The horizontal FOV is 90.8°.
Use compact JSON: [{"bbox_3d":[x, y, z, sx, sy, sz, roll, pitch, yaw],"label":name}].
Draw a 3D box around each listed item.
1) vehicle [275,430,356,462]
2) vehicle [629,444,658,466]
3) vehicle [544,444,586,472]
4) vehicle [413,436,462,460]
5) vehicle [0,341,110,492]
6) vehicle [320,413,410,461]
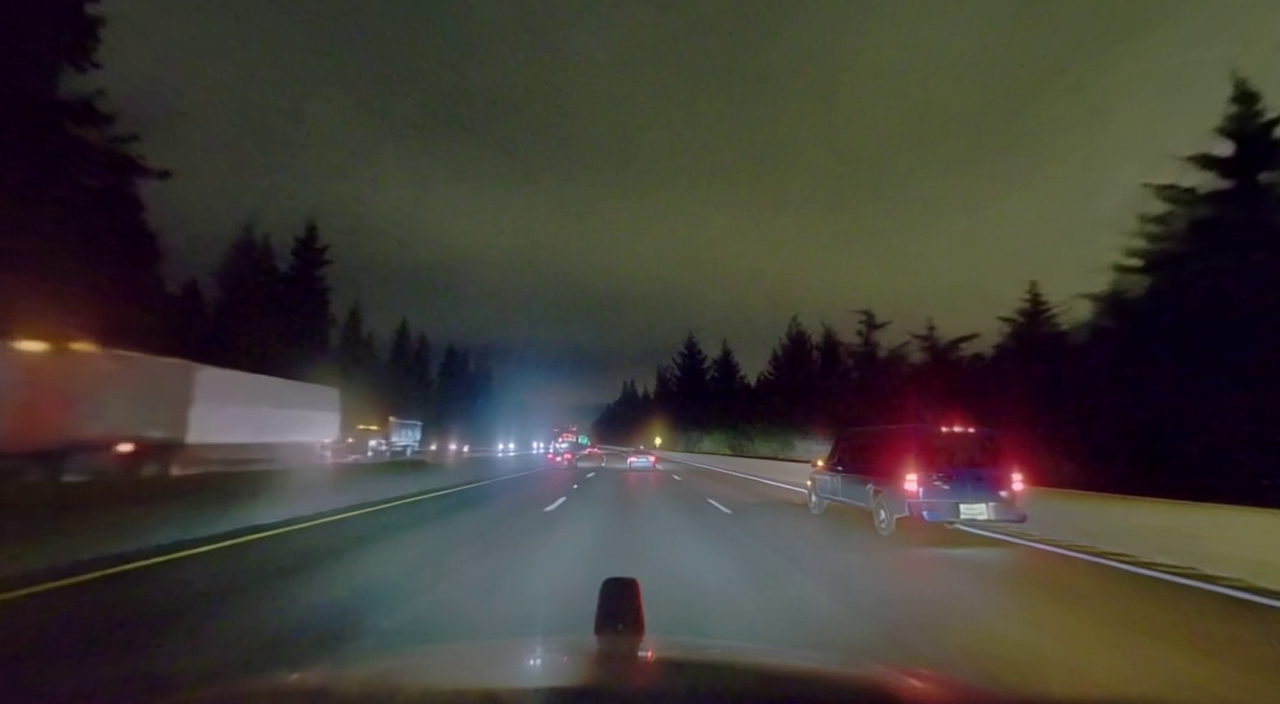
[{"bbox_3d":[-17.331,5.052,33.974,2.017,1.604,4.530,0,-9,-1],"label":"vehicle"},{"bbox_3d":[0.202,7.626,46.832,2.008,1.499,3.192,0,-9,-2],"label":"vehicle"},{"bbox_3d":[-4.395,6.252,37.487,2.054,1.500,4.469,0,-9,-1],"label":"vehicle"},{"bbox_3d":[-13.317,6.380,41.778,1.967,1.497,3.979,0,-9,-1],"label":"vehicle"},{"bbox_3d":[-12.984,1.008,10.415,2.316,2.749,7.020,0,-9,0],"label":"vehicle"},{"bbox_3d":[-17.586,5.569,40.884,2.719,2.778,7.156,0,-9,-1],"label":"vehicle"}]
